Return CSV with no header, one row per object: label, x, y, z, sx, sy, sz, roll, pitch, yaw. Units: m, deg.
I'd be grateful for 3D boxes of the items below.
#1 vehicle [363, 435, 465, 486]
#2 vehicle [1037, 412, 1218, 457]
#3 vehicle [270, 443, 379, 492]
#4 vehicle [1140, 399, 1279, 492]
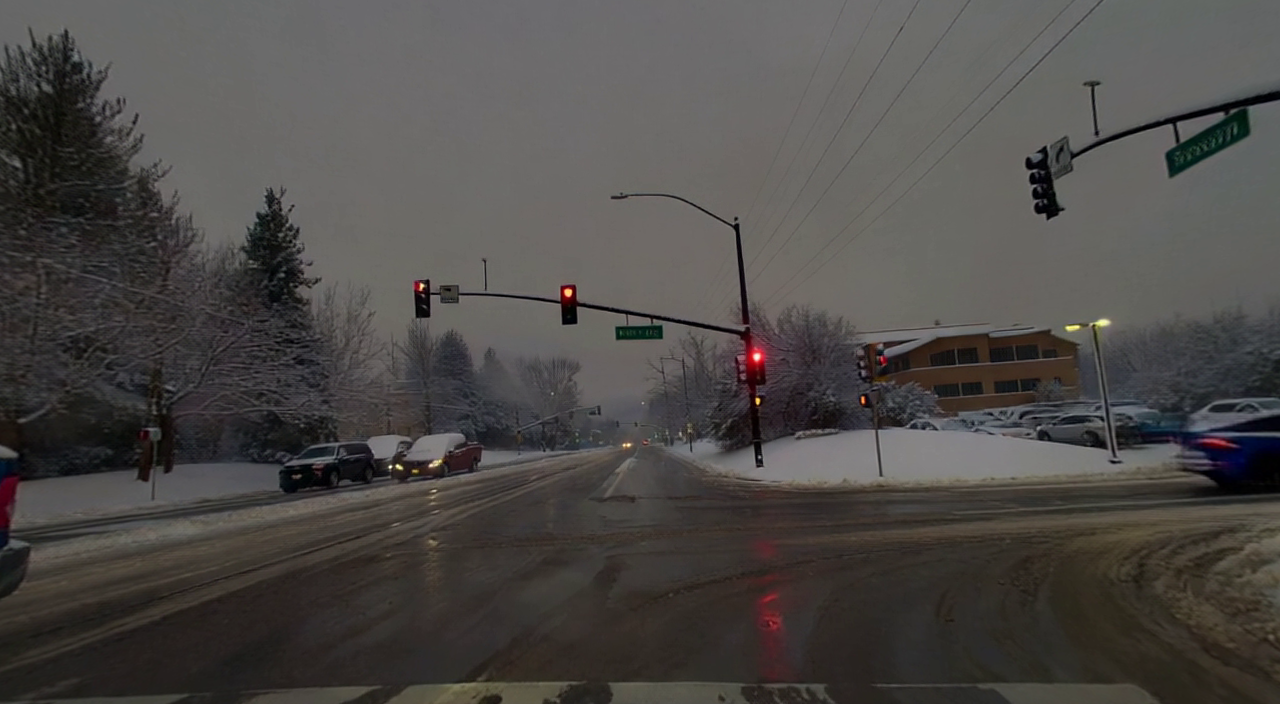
vehicle,-10.140,4.926,28.988,2.664,1.940,5.702,-3,-9,0
vehicle,16.850,2.921,22.154,4.560,1.453,1.851,-3,-9,18
vehicle,-13.791,5.065,28.064,2.306,1.957,4.968,0,-9,-1
vehicle,11.683,1.568,10.632,4.592,1.470,2.071,-3,-9,21
